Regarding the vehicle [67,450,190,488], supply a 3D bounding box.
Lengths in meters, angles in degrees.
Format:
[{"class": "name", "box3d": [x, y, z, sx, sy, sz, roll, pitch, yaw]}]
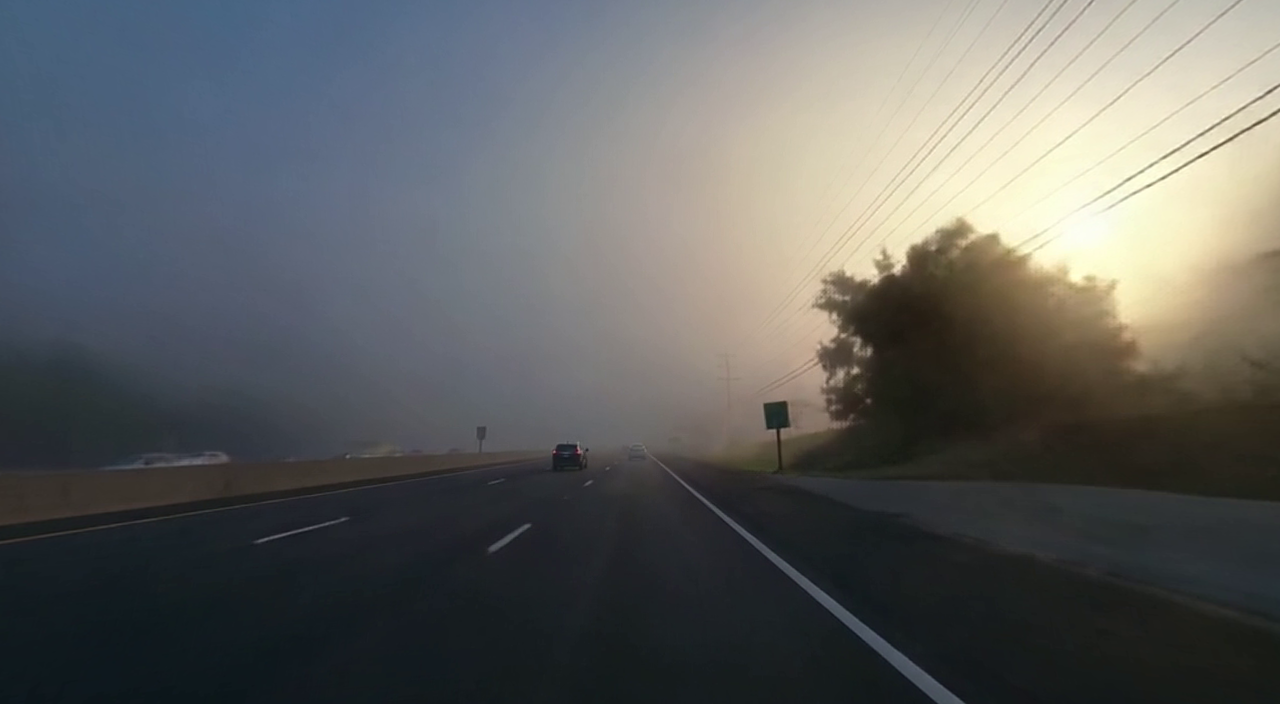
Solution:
[{"class": "vehicle", "box3d": [-24.326, 5.557, 30.190, 2.039, 1.653, 4.519, 0, -9, 1]}]

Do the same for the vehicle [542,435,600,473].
[{"class": "vehicle", "box3d": [-3.685, 5.626, 34.970, 2.577, 1.939, 5.408, 0, -9, 0]}]
